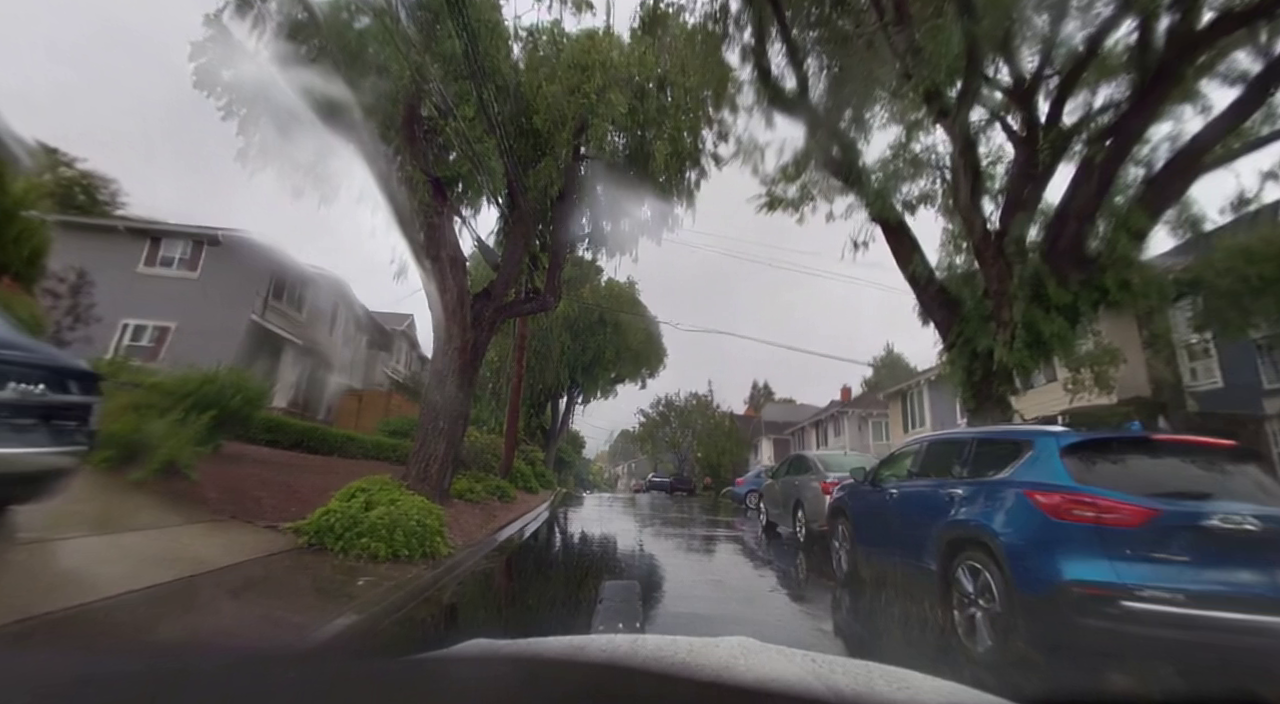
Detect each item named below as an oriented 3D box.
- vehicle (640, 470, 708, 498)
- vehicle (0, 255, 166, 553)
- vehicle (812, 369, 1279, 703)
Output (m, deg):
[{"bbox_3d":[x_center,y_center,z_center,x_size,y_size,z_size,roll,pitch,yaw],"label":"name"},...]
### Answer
[{"bbox_3d":[2.364,9.182,44.122,4.413,1.728,1.869,1,-9,-10],"label":"vehicle"},{"bbox_3d":[-6.218,-0.061,3.801,4.827,1.771,2.042,10,-9,0],"label":"vehicle"},{"bbox_3d":[3.201,1.323,5.121,2.076,1.780,4.959,0,-8,-2],"label":"vehicle"}]
